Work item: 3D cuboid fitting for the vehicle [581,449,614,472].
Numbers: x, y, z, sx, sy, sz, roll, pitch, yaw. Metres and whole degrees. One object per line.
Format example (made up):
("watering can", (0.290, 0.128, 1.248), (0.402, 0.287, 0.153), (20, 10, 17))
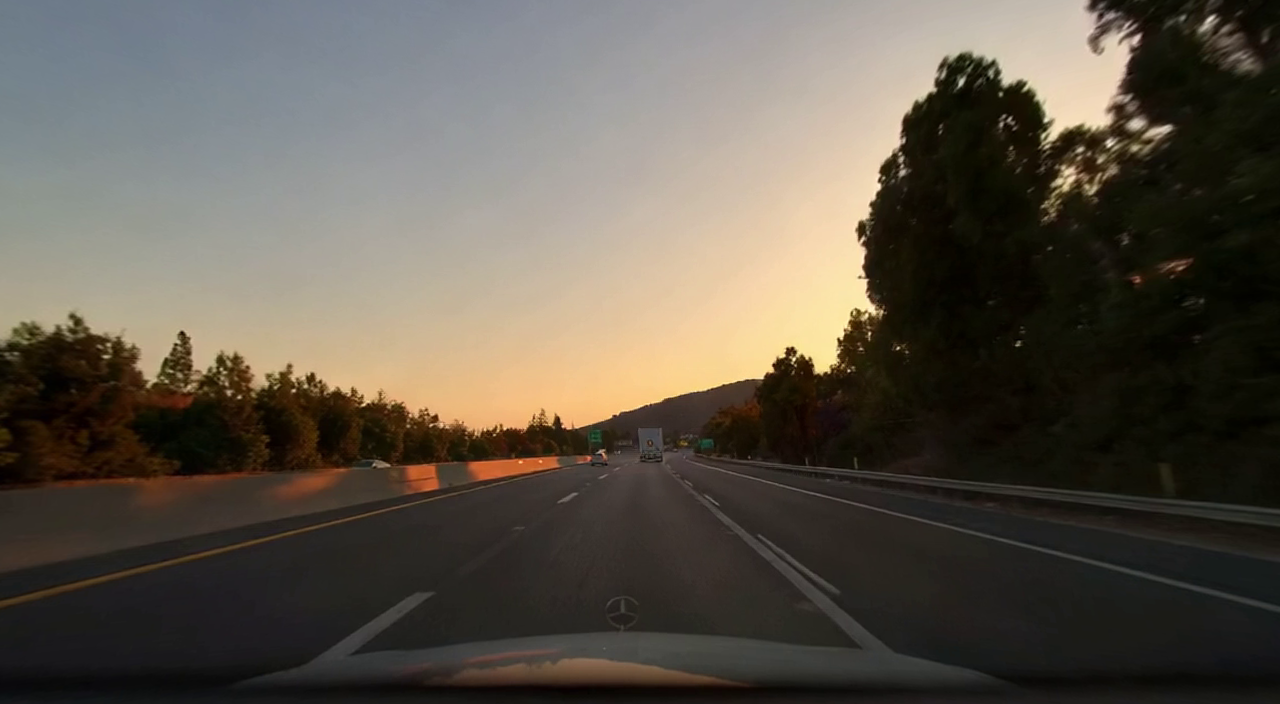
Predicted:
("vehicle", (-3.141, 8.200, 47.854), (2.022, 1.604, 5.032), (0, -9, 1))

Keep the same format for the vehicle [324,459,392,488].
("vehicle", (-16.799, 7.202, 37.802), (1.935, 1.555, 4.517), (0, -9, 0))
